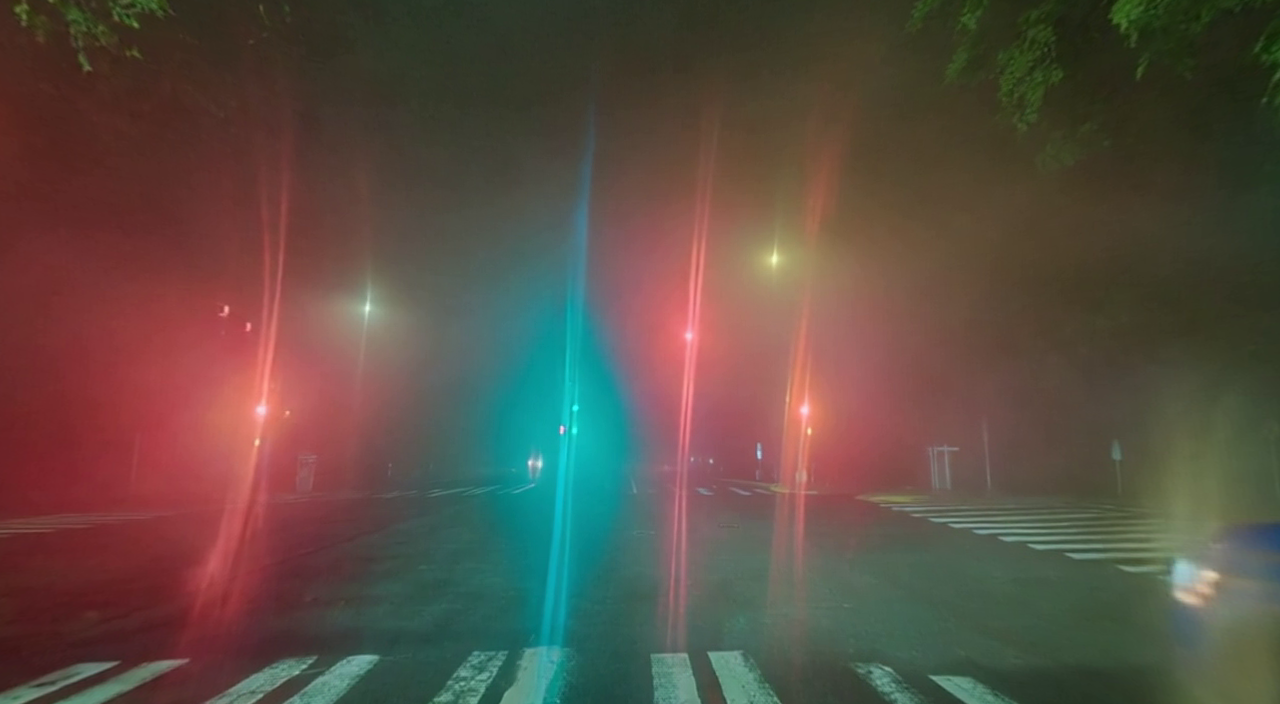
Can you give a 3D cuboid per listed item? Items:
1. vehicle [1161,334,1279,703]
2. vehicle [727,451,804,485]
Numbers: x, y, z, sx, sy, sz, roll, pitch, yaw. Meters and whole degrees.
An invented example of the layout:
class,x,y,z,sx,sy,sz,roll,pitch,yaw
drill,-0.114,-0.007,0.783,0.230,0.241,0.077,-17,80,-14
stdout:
class,x,y,z,sx,sy,sz,roll,pitch,yaw
vehicle,3.244,0.473,0.116,2.140,1.655,4.786,0,-9,-1
vehicle,8.836,8.241,45.431,2.771,2.214,7.159,2,-9,-12
